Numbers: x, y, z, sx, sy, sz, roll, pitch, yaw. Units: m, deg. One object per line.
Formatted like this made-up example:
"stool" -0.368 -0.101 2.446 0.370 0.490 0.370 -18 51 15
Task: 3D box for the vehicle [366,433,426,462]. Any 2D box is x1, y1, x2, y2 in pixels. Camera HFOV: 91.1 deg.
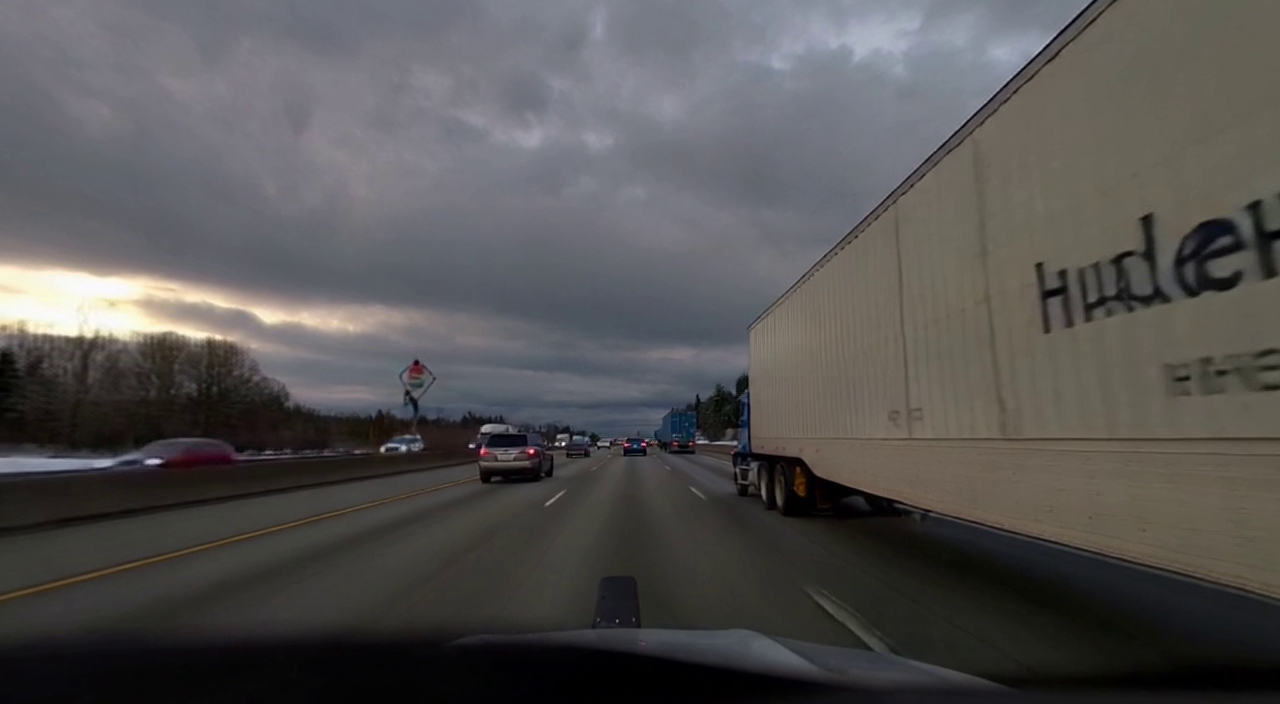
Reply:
"vehicle" -15.938 6.245 41.340 2.066 1.729 4.770 0 -8 0

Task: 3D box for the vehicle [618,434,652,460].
"vehicle" -0.376 6.198 41.256 2.088 1.567 4.240 0 -8 -1

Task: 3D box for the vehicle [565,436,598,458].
"vehicle" -4.190 6.882 45.920 2.021 1.514 4.190 0 -8 0

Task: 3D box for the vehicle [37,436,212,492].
"vehicle" -15.605 3.371 19.380 1.840 1.512 4.173 0 -8 0

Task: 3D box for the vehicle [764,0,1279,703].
"vehicle" 3.786 -0.168 3.673 2.959 4.058 14.485 0 -8 -1

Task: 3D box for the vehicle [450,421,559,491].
"vehicle" -3.563 2.814 17.468 2.054 1.671 4.445 0 -8 0
